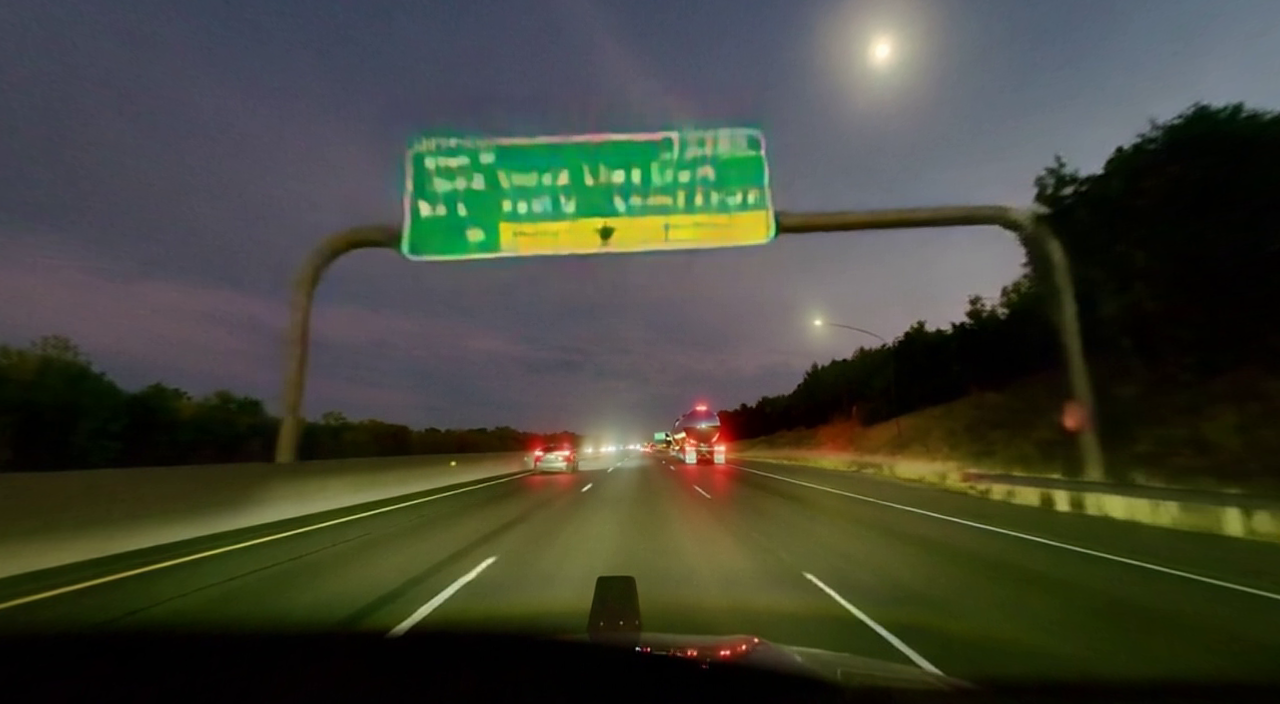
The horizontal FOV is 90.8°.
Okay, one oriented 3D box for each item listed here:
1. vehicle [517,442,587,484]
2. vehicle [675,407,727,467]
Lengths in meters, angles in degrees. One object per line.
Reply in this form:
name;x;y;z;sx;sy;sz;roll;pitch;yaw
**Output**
vehicle;-3.322;4.300;24.748;1.986;1.458;4.506;0;-9;1
vehicle;4.058;6.056;44.356;2.759;3.734;9.708;0;-9;0
